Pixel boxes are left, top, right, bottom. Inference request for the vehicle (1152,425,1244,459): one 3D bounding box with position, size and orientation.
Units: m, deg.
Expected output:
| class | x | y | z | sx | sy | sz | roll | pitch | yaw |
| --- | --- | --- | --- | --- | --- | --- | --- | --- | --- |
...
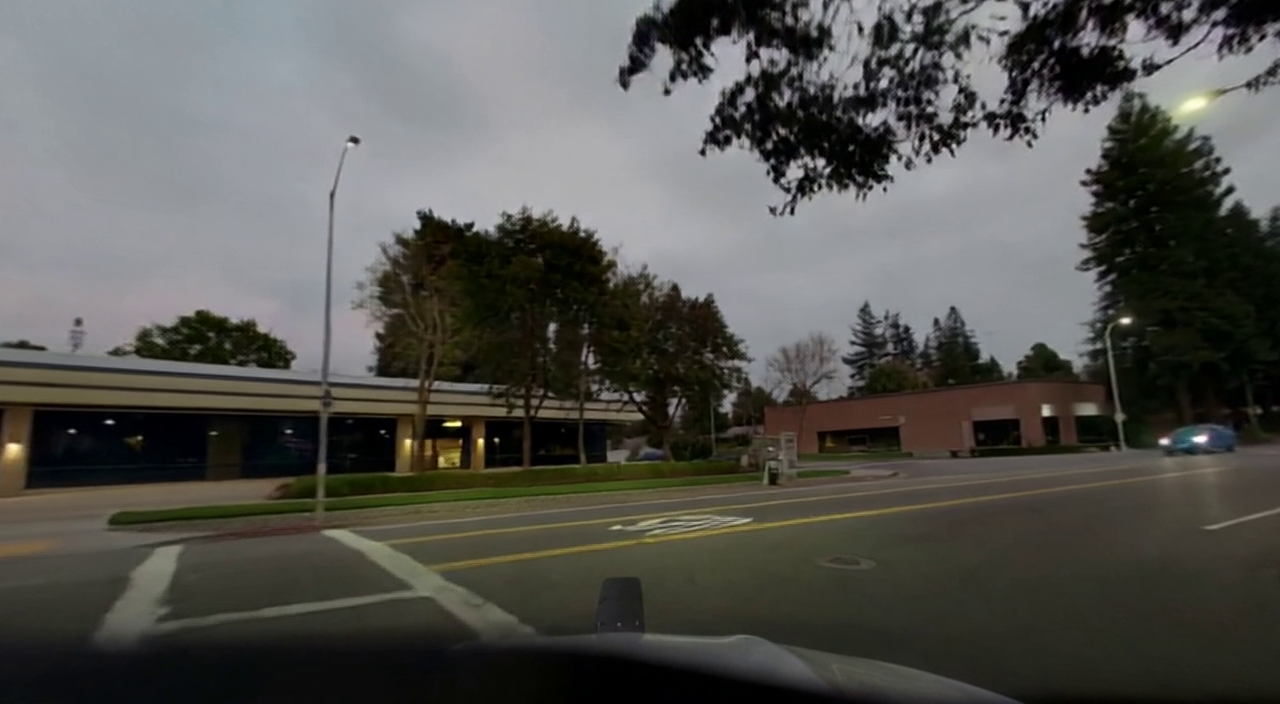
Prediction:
| class | x | y | z | sx | sy | sz | roll | pitch | yaw |
| --- | --- | --- | --- | --- | --- | --- | --- | --- | --- |
| vehicle | 26.615 | 4.287 | 30.100 | 4.433 | 1.465 | 1.926 | 5 | -10 | -31 |
